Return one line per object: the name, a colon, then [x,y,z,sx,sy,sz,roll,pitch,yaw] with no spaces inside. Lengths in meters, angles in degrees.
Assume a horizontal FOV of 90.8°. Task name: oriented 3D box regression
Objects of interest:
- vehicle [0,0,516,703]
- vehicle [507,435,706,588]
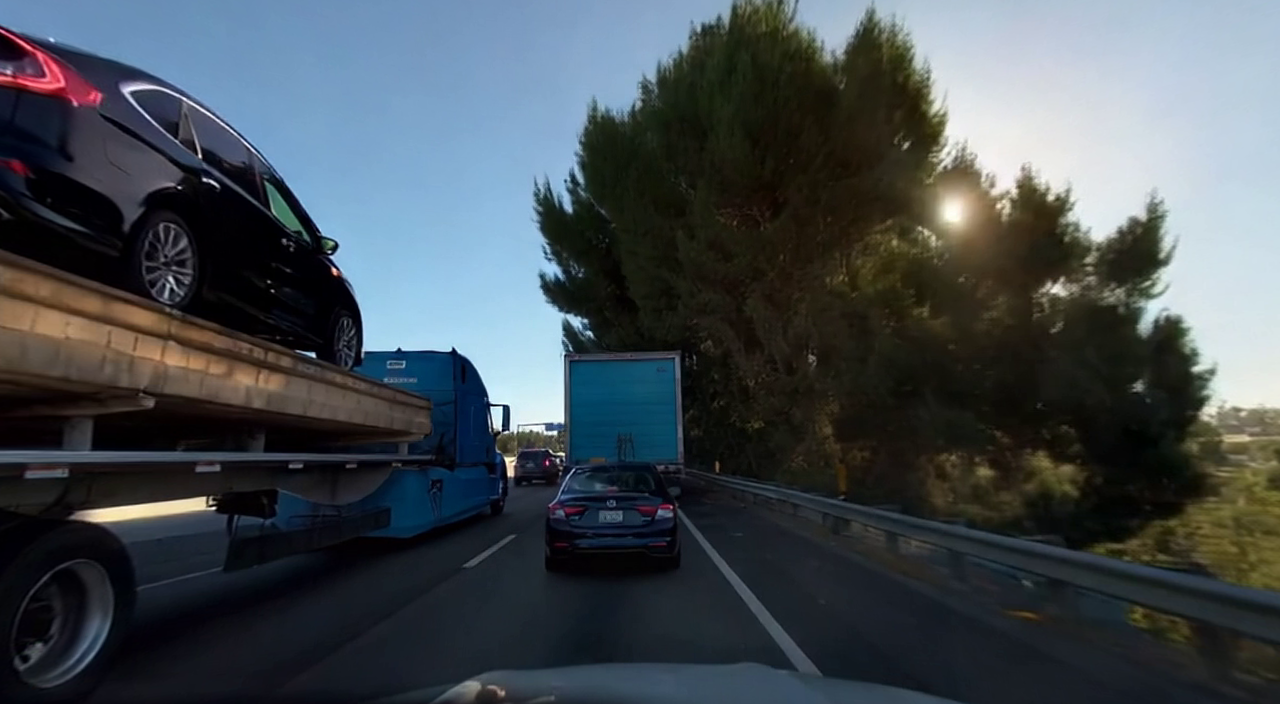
vehicle: [-4.591,0.702,8.871,2.836,4.059,14.286,0,-9,0]
vehicle: [-0.352,1.868,8.101,1.991,1.507,3.391,0,-9,-1]
